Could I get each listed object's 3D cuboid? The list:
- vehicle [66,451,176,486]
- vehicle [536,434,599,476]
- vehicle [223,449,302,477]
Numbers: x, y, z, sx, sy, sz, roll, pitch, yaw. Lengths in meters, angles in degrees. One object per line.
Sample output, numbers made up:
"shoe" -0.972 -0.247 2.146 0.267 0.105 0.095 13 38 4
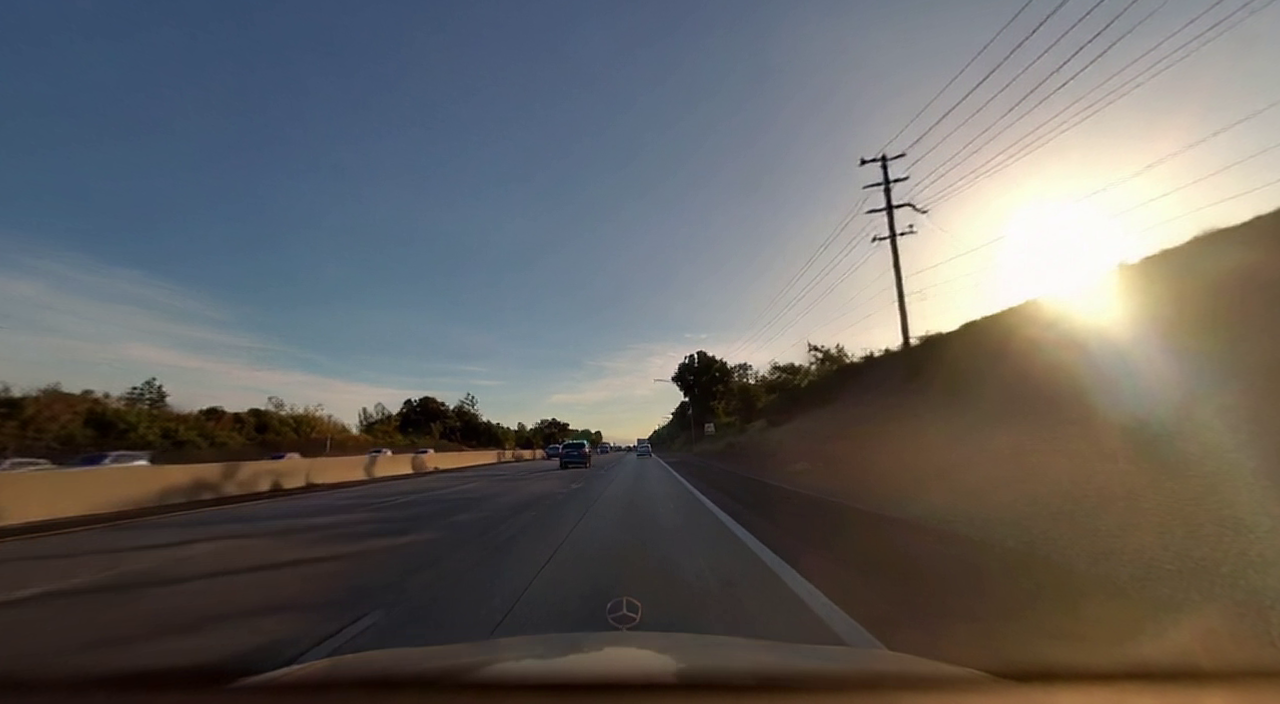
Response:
"vehicle" -28.781 6.433 35.168 1.973 1.811 4.881 0 -9 0
"vehicle" -3.636 5.315 32.689 2.577 1.939 5.408 0 -9 1
"vehicle" -24.542 7.226 41.204 2.018 1.724 4.942 0 -9 1
